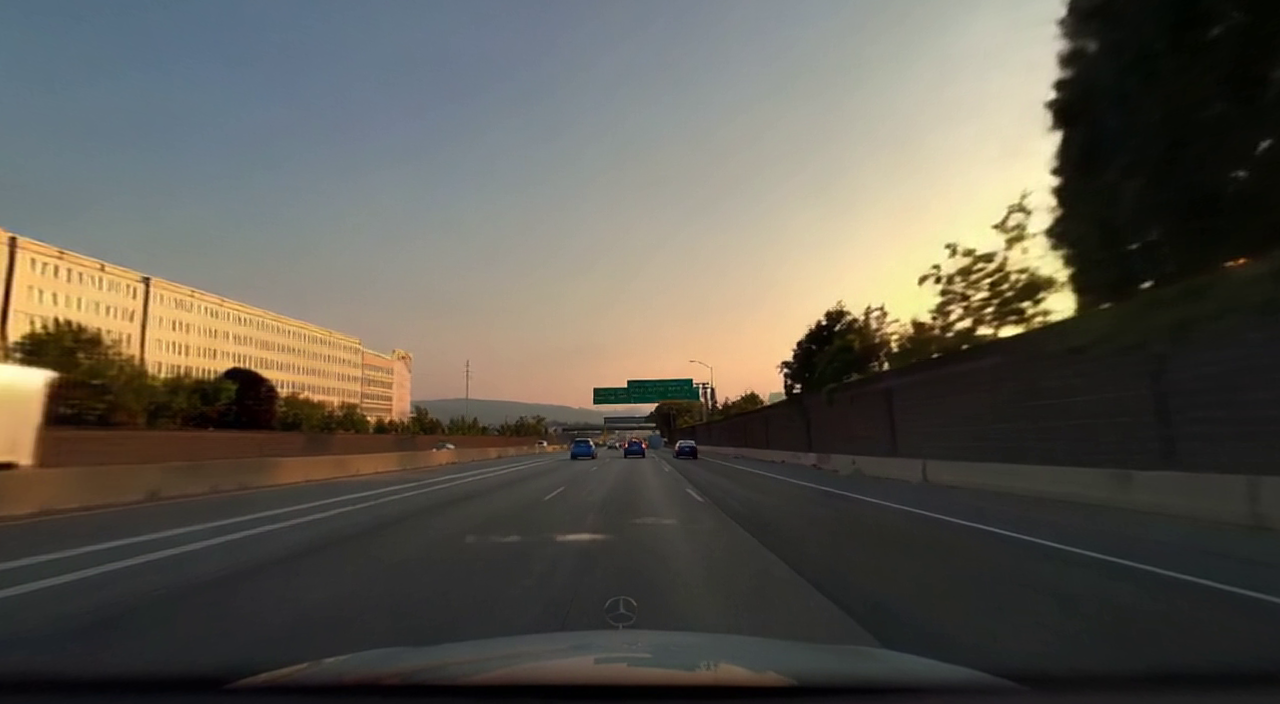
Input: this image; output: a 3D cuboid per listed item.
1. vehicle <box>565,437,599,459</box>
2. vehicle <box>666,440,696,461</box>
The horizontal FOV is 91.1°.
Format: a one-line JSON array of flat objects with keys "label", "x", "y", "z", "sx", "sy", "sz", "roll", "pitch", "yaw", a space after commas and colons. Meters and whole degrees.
[{"label": "vehicle", "x": -4.482, "y": 7.521, "z": 49.133, "sx": 2.271, "sy": 1.626, "sz": 4.463, "roll": 0, "pitch": -8, "yaw": -1}, {"label": "vehicle", "x": 3.100, "y": 7.572, "z": 48.406, "sx": 1.992, "sy": 1.532, "sz": 3.996, "roll": 0, "pitch": -8, "yaw": -1}]
